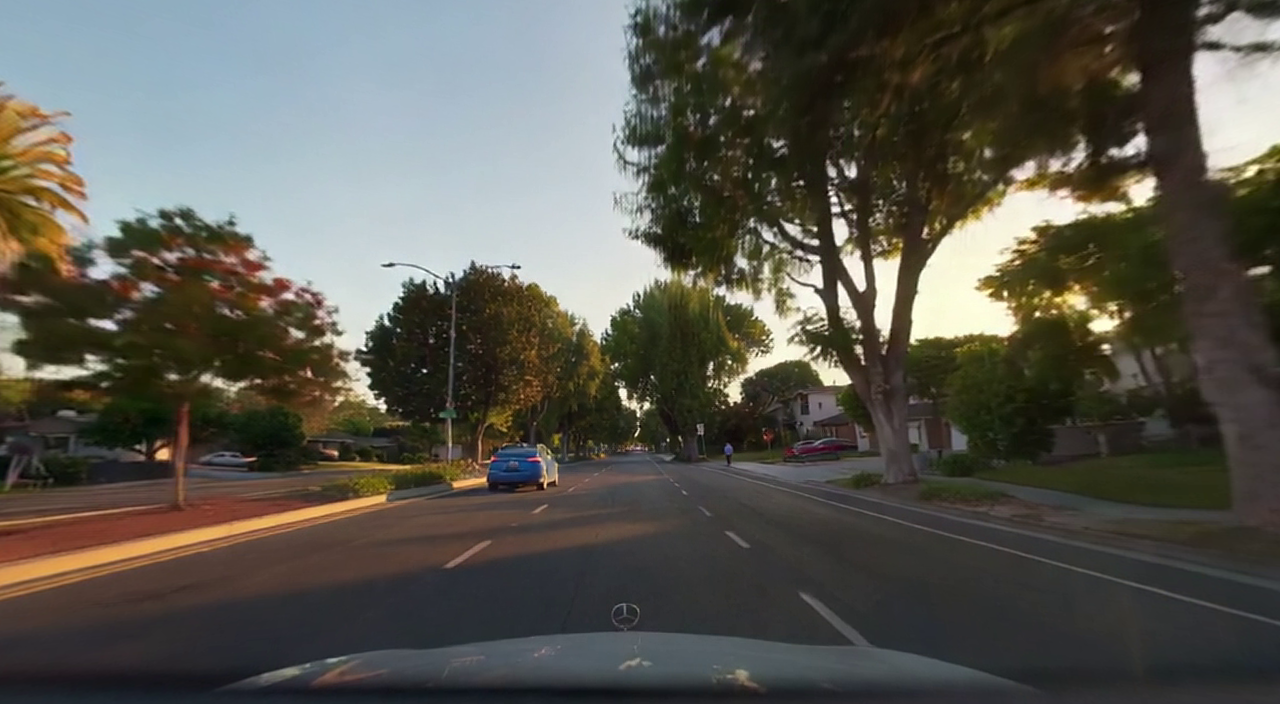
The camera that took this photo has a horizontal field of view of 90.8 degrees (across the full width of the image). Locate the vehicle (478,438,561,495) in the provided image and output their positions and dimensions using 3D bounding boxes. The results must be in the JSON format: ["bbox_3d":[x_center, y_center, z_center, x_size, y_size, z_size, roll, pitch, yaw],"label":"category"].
[{"bbox_3d":[-4.014,3.880,21.841,1.993,1.733,4.262,-1,-9,1],"label":"vehicle"}]
